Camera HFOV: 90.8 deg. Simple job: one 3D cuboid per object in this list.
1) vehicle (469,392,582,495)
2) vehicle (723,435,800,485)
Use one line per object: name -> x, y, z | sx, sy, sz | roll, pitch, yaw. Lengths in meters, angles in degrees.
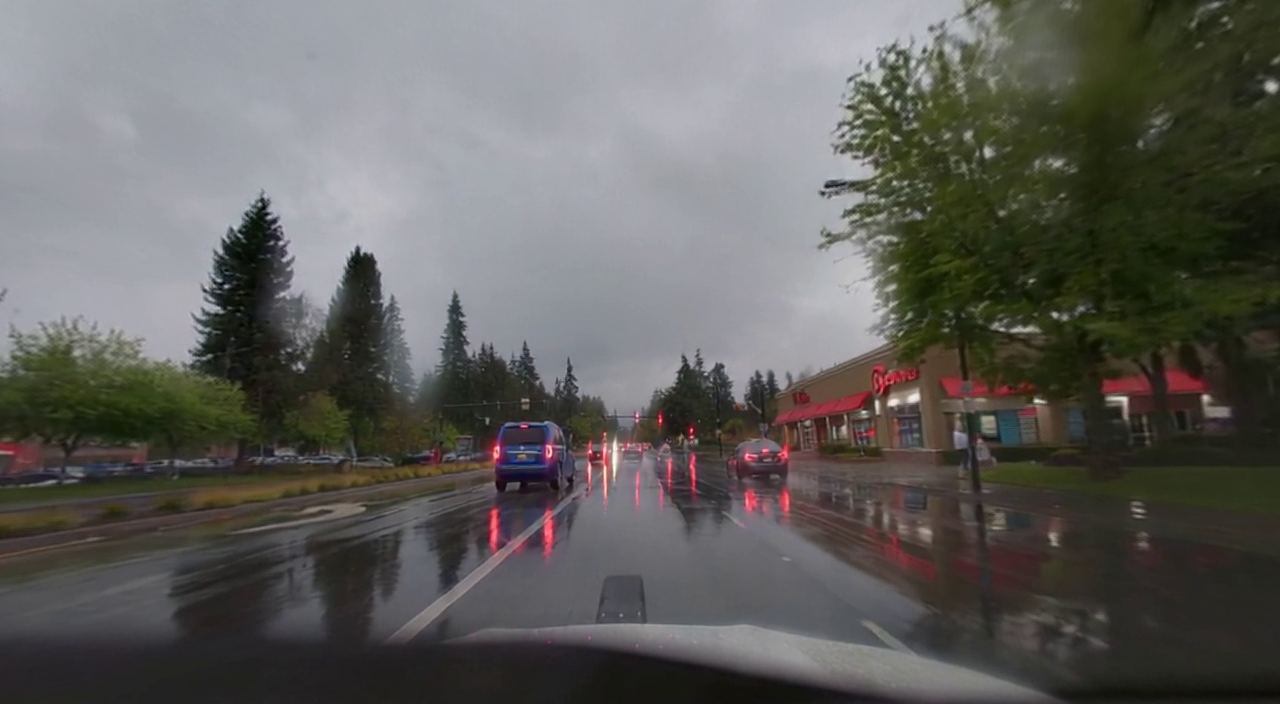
vehicle -> -3.403, 2.946, 20.227 | 2.443, 2.784, 5.862 | 0, -9, 1
vehicle -> 4.307, 3.886, 23.027 | 1.869, 1.646, 4.166 | 0, -9, -2
